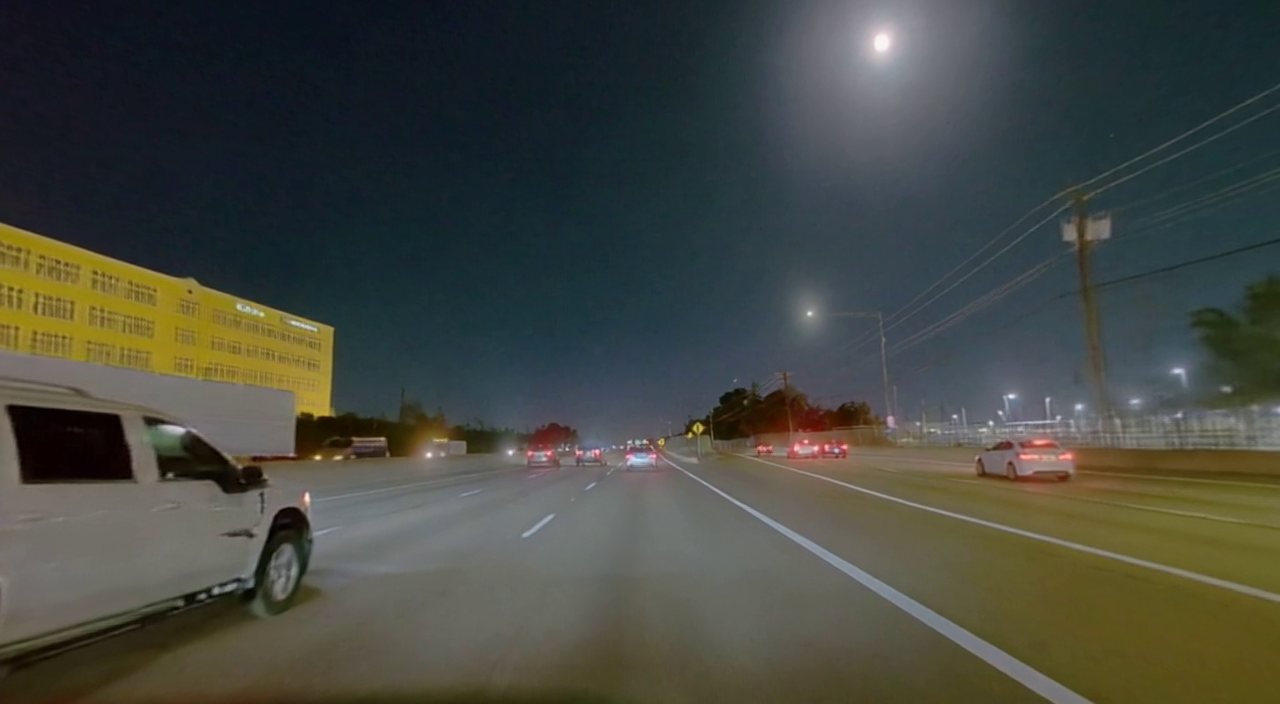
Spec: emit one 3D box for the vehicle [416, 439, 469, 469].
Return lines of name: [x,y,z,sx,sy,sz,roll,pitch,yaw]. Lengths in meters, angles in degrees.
vehicle: [-13.255,6.878,42.722,2.013,1.851,4.772,-1,-8,1]

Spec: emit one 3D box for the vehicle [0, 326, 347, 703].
vehicle: [-3.885,0.919,3.262,2.250,1.872,5.038,-1,-8,1]

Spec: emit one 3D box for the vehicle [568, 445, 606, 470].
vehicle: [-3.451,6.893,41.647,2.059,1.508,4.662,-1,-8,0]

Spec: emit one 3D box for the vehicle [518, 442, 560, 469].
vehicle: [-7.131,7.307,44.842,2.106,1.827,4.814,-1,-8,1]

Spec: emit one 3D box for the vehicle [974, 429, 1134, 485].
vehicle: [12.320,3.154,19.222,1.966,1.484,4.610,-1,-8,3]

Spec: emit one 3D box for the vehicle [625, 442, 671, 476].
vehicle: [0.362,5.237,31.065,2.107,1.538,3.999,0,-8,0]
